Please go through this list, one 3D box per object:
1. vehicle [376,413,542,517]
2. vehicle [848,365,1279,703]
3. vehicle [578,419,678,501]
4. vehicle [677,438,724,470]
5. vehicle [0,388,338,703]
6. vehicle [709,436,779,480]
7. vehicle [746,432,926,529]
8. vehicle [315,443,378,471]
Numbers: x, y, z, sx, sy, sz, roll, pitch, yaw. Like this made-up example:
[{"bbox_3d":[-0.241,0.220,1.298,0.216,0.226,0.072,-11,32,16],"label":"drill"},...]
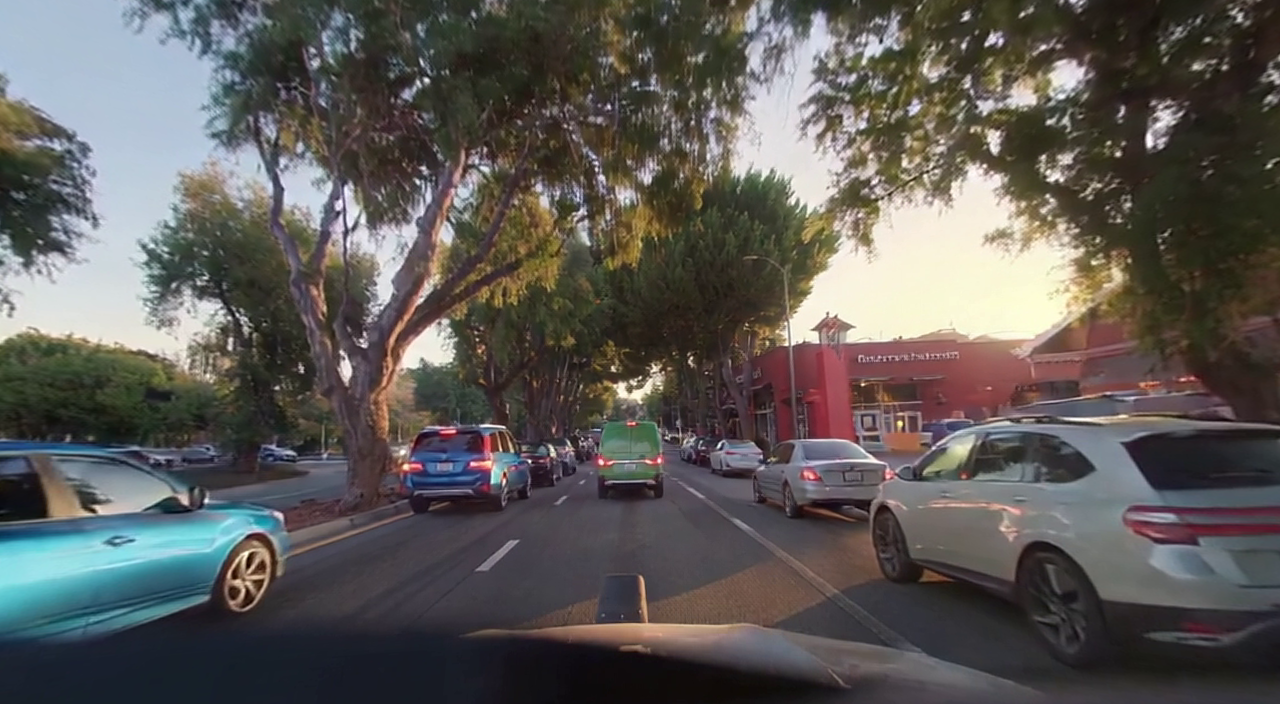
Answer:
[{"bbox_3d":[-3.625,2.382,13.725,2.231,1.853,4.461,0,-9,1],"label":"vehicle"},{"bbox_3d":[3.434,1.209,5.002,2.047,1.671,4.267,0,-9,-1],"label":"vehicle"},{"bbox_3d":[-0.316,2.744,16.379,2.238,1.825,4.190,0,-9,-1],"label":"vehicle"},{"bbox_3d":[3.019,5.168,32.202,1.903,1.529,3.649,0,-9,-2],"label":"vehicle"},{"bbox_3d":[-3.703,1.021,3.299,2.051,1.522,4.509,0,-9,-1],"label":"vehicle"},{"bbox_3d":[3.895,4.052,24.327,1.875,1.521,4.192,0,-9,-1],"label":"vehicle"},{"bbox_3d":[3.383,2.299,11.912,1.900,1.477,4.352,0,-9,-1],"label":"vehicle"},{"bbox_3d":[-22.908,8.205,49.621,2.315,2.027,5.720,0,-9,-2],"label":"vehicle"}]
